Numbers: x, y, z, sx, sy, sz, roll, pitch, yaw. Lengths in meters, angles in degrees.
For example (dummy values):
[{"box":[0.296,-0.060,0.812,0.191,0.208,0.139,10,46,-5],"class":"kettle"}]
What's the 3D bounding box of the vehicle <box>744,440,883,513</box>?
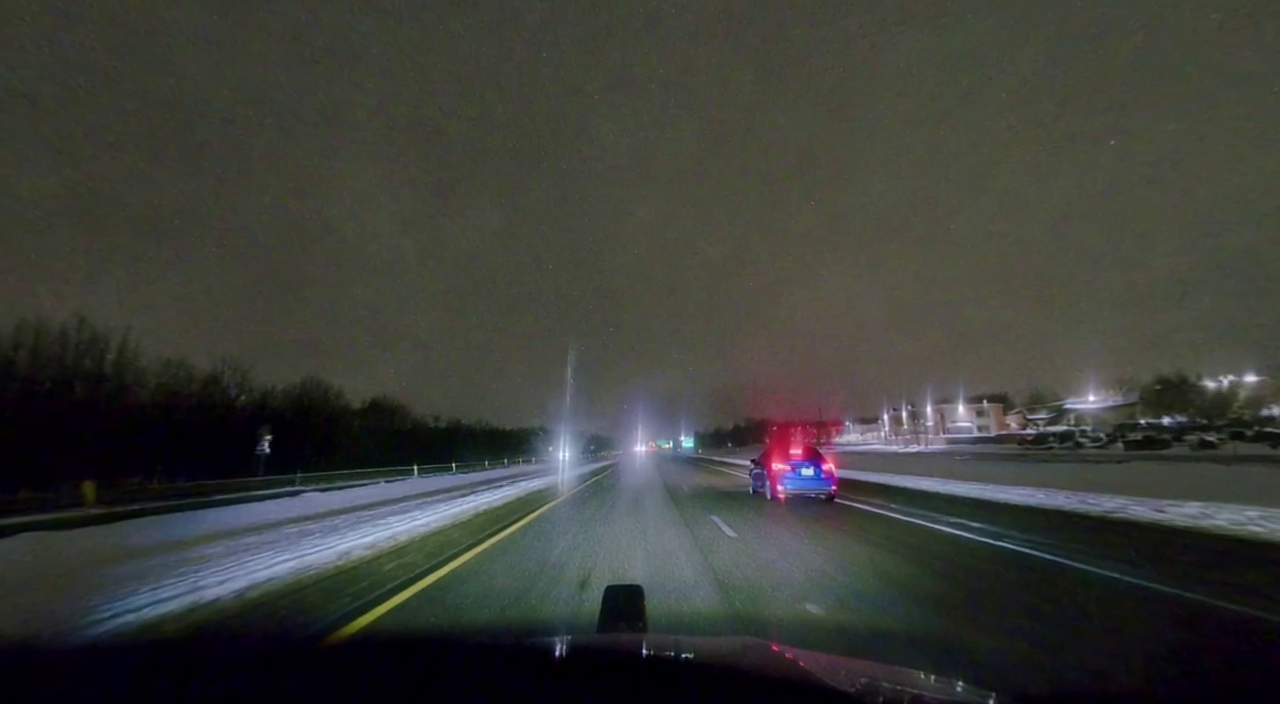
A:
[{"box":[4.048,2.978,15.719,2.053,1.490,4.799,0,-8,-1],"class":"vehicle"}]
